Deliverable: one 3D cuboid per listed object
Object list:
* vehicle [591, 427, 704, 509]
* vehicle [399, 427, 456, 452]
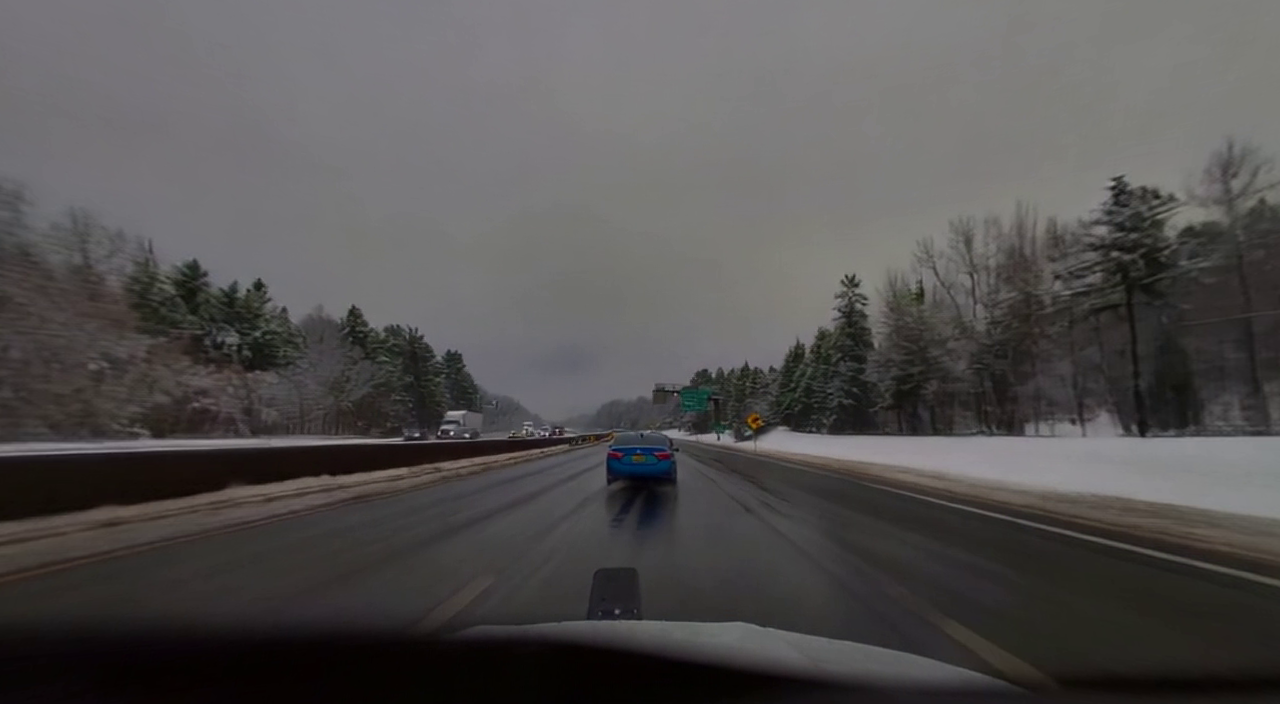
[{"bbox_3d":[0.198,2.327,13.245,1.977,1.443,4.225,0,-8,2],"label":"vehicle"},{"bbox_3d":[-13.392,5.576,40.057,1.942,1.478,4.622,0,-8,1],"label":"vehicle"}]
